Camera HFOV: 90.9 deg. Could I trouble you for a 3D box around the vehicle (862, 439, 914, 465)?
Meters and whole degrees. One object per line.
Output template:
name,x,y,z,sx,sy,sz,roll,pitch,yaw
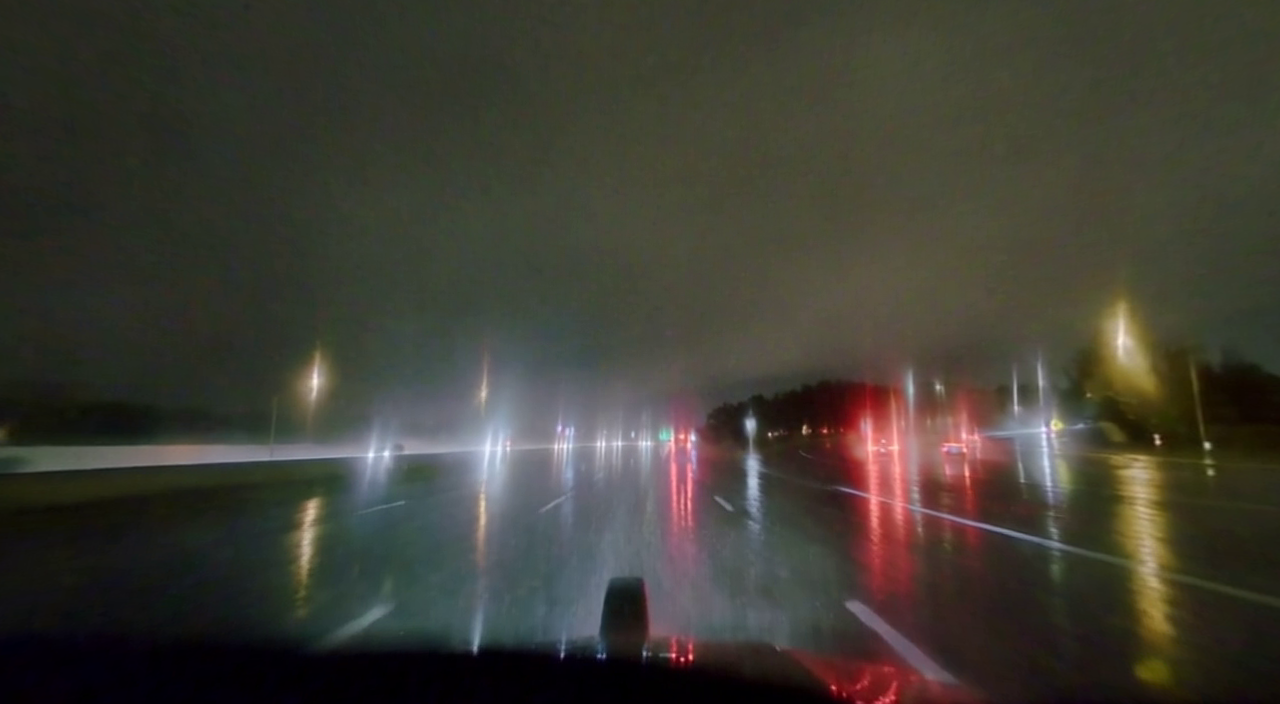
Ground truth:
vehicle,16.880,6.794,43.047,2.039,1.658,4.457,-1,-8,5
